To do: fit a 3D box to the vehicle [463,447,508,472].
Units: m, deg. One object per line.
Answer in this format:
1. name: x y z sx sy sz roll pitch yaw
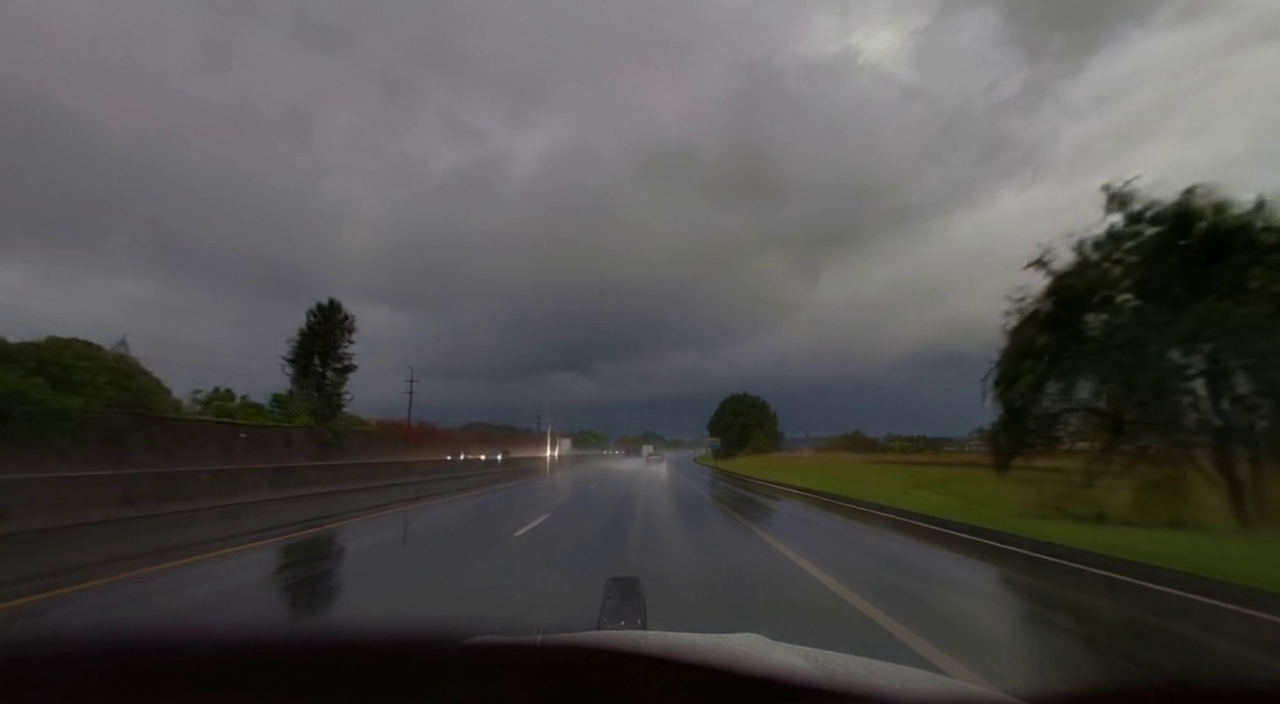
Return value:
1. vehicle: -11.982 8.369 49.275 2.059 1.763 5.143 -1 -9 2
